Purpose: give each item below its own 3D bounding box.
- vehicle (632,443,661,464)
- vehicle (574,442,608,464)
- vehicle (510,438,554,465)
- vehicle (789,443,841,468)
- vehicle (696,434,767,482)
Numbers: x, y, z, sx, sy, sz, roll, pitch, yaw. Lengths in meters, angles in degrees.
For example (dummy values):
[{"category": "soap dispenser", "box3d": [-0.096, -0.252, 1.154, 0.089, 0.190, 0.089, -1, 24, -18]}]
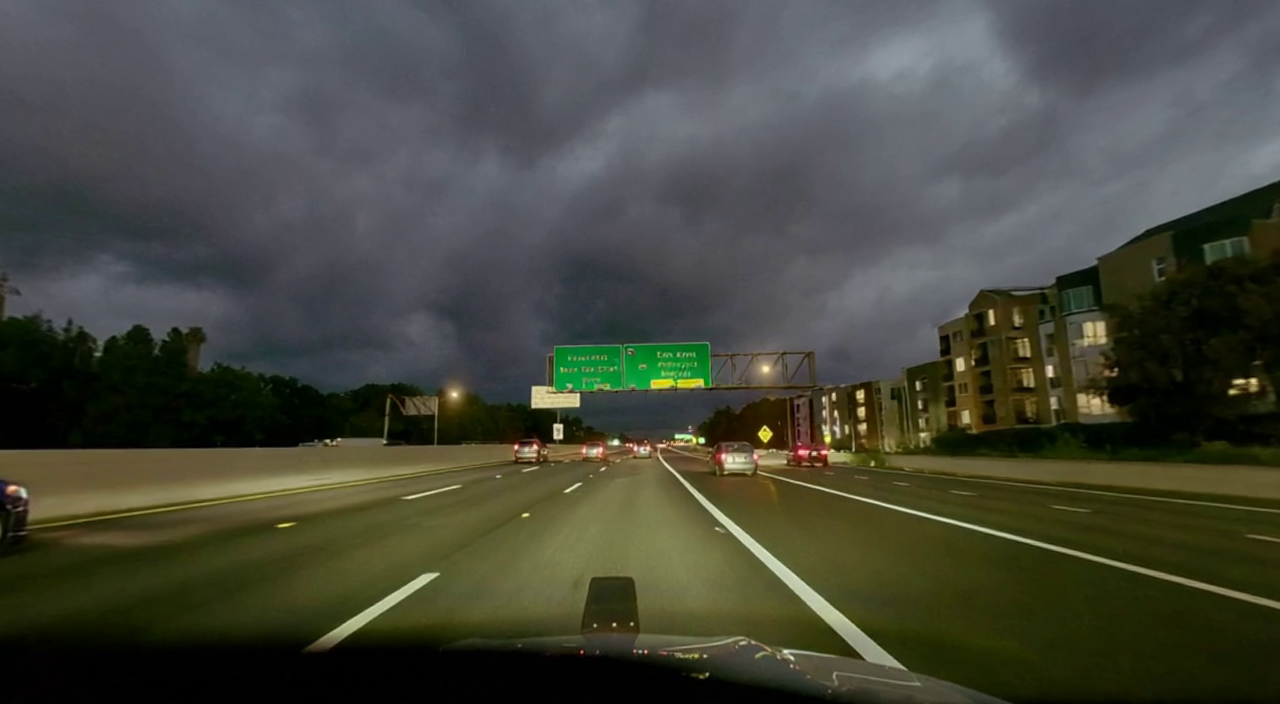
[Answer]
[{"category": "vehicle", "box3d": [0.450, 7.337, 45.747, 1.992, 1.431, 4.055, 0, -9, 0]}, {"category": "vehicle", "box3d": [-3.458, 7.207, 45.140, 2.002, 1.466, 4.378, 0, -9, 1]}, {"category": "vehicle", "box3d": [-7.238, 6.718, 42.648, 2.057, 1.733, 4.589, 0, -9, 1]}, {"category": "vehicle", "box3d": [11.035, 6.557, 40.227, 2.061, 1.459, 4.273, 0, -9, 0]}, {"category": "vehicle", "box3d": [3.501, 4.150, 24.987, 2.080, 1.694, 4.286, 0, -9, -1]}]
